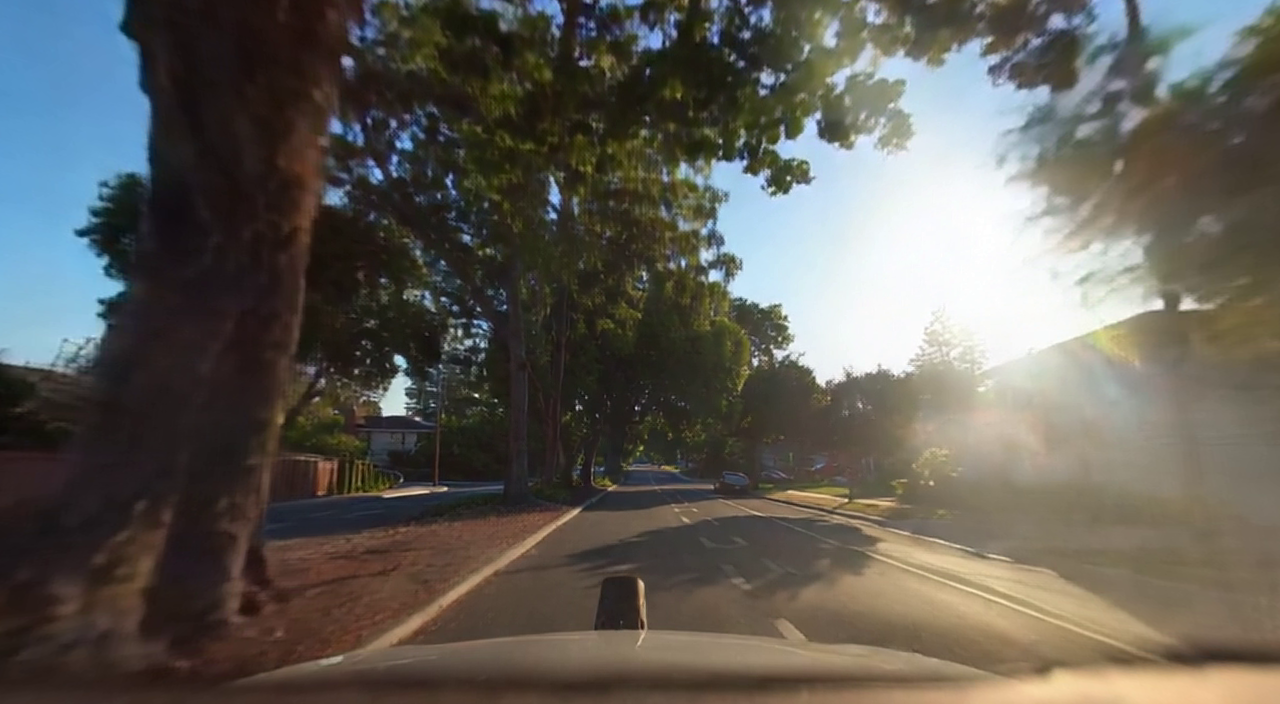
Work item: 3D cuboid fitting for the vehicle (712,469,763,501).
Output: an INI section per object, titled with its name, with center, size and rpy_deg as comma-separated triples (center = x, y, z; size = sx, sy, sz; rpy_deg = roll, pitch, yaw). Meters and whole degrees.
[vehicle]
center = 5.048, 6.951, 33.277
size = 1.904, 1.475, 4.386
rpy_deg = 0, -9, -1
